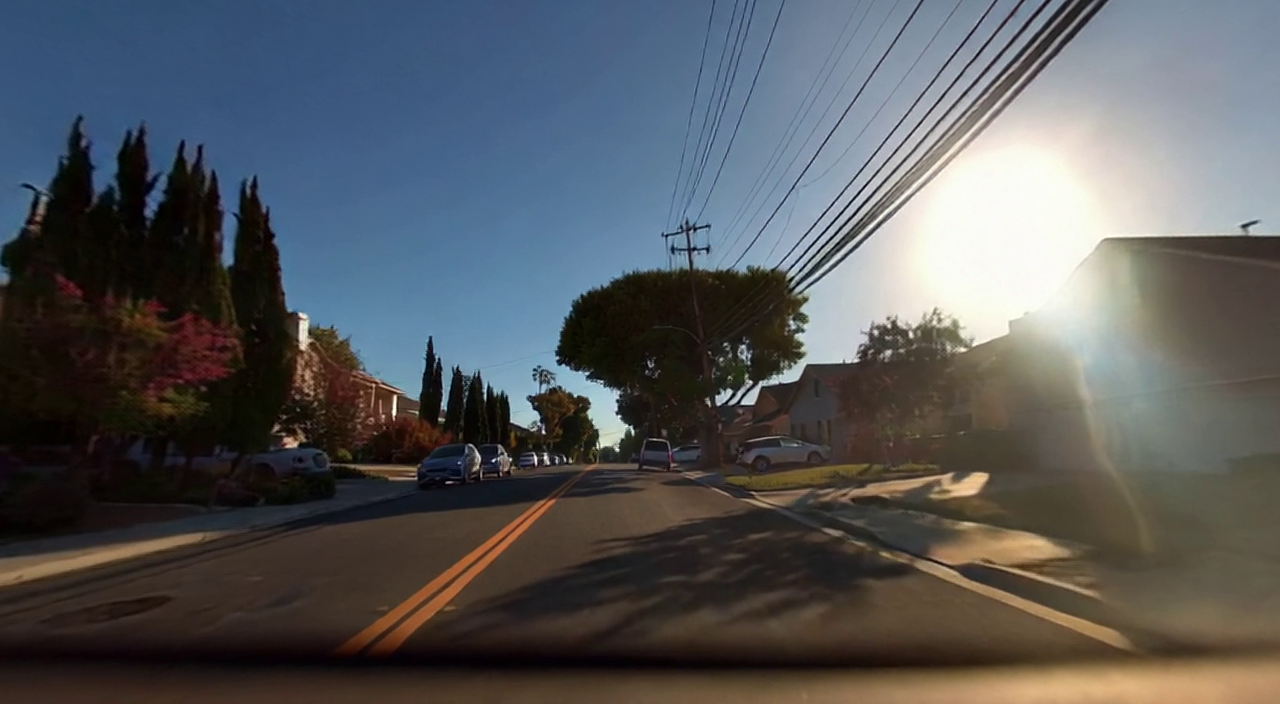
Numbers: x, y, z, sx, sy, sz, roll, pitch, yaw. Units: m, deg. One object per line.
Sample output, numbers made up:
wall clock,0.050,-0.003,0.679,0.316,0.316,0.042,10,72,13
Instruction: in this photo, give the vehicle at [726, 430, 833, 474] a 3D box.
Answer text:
vehicle,6.647,4.831,30.447,4.489,1.812,2.056,0,-13,-7

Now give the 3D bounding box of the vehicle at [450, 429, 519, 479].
vehicle,-8.010,5.467,33.221,2.269,2.229,6.042,-2,-12,-1

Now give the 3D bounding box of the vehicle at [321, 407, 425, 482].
vehicle,-12.998,4.631,31.591,2.781,3.221,7.995,1,-8,-9

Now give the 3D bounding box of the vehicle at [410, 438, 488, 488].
vehicle,-7.767,4.666,26.182,2.046,1.777,4.473,-2,-12,-3

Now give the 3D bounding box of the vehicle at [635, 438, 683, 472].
vehicle,1.115,6.421,39.720,2.203,1.952,5.111,1,-8,-7
